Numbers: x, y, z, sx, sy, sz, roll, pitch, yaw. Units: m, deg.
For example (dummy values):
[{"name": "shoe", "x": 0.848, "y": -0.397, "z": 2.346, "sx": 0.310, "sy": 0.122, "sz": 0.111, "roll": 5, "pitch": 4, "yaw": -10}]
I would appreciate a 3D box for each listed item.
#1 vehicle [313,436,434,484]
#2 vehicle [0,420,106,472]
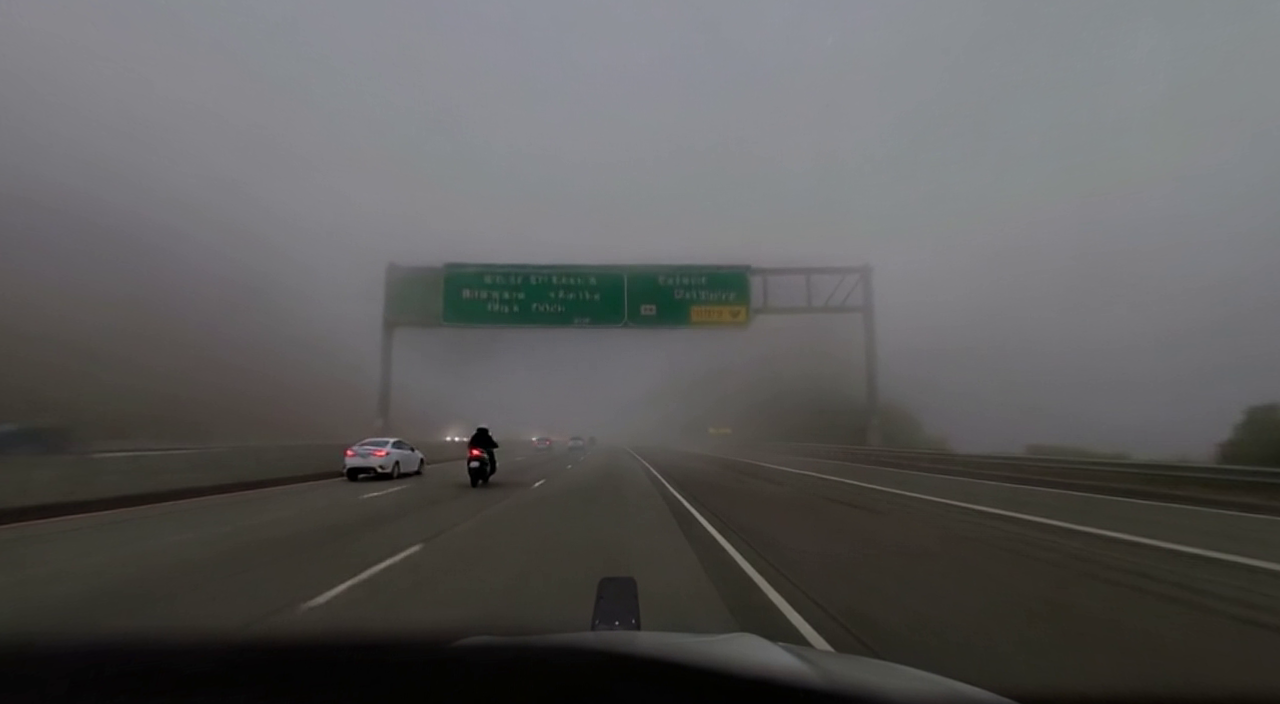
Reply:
[{"name": "vehicle", "x": -8.621, "y": 3.507, "z": 20.915, "sx": 2.053, "sy": 1.409, "sz": 4.704, "roll": 0, "pitch": -8, "yaw": -1}, {"name": "vehicle", "x": -21.093, "y": 3.214, "z": 21.666, "sx": 1.831, "sy": 1.610, "sz": 4.067, "roll": 0, "pitch": -8, "yaw": -1}]
